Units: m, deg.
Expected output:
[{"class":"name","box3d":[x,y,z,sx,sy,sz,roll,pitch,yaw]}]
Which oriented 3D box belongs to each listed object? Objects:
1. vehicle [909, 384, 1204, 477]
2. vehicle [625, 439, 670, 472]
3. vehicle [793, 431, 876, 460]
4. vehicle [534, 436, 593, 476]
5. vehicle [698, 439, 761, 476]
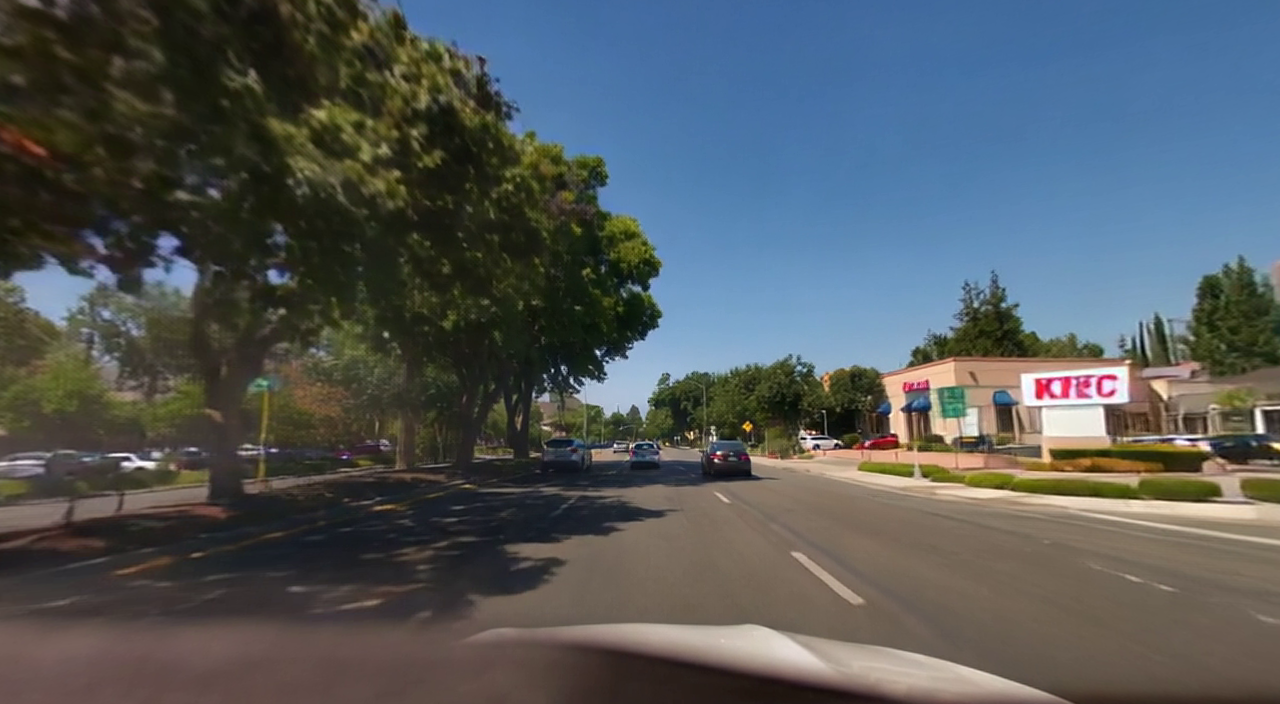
[{"class":"vehicle","box3d":[14.771,2.933,23.032,8.343,3.028,3.002,-1,-10,3]},{"class":"vehicle","box3d":[0.332,4.983,30.637,2.059,1.477,4.216,0,-8,0]},{"class":"vehicle","box3d":[13.635,6.588,44.463,5.144,1.834,2.188,-2,-8,2]},{"class":"vehicle","box3d":[-3.266,4.523,27.735,1.995,1.607,4.086,0,-8,1]},{"class":"vehicle","box3d":[3.766,4.514,27.286,2.012,1.462,4.400,0,-8,-1]}]
